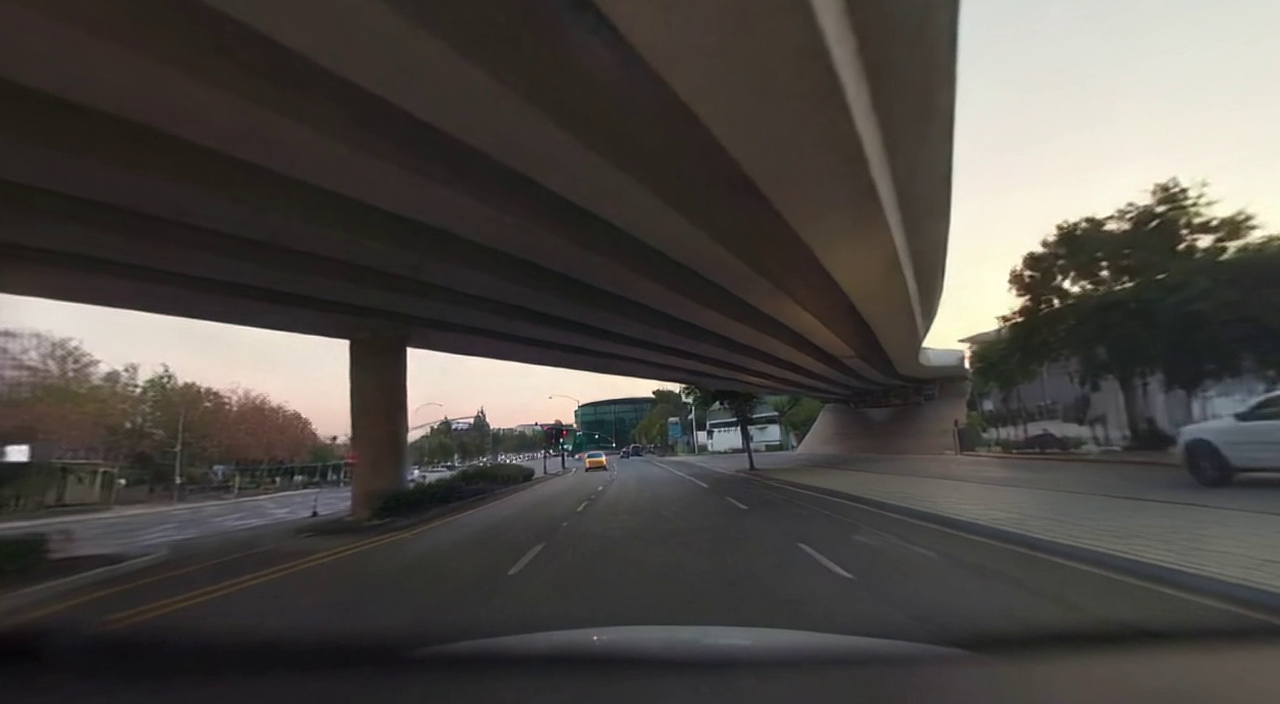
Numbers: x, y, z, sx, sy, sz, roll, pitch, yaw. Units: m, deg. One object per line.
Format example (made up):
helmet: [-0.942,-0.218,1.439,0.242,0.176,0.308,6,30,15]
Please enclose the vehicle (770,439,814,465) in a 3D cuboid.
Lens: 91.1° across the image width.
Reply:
vehicle: [11.599,7.653,48.173,2.051,1.534,4.466,-11,-8,-1]
